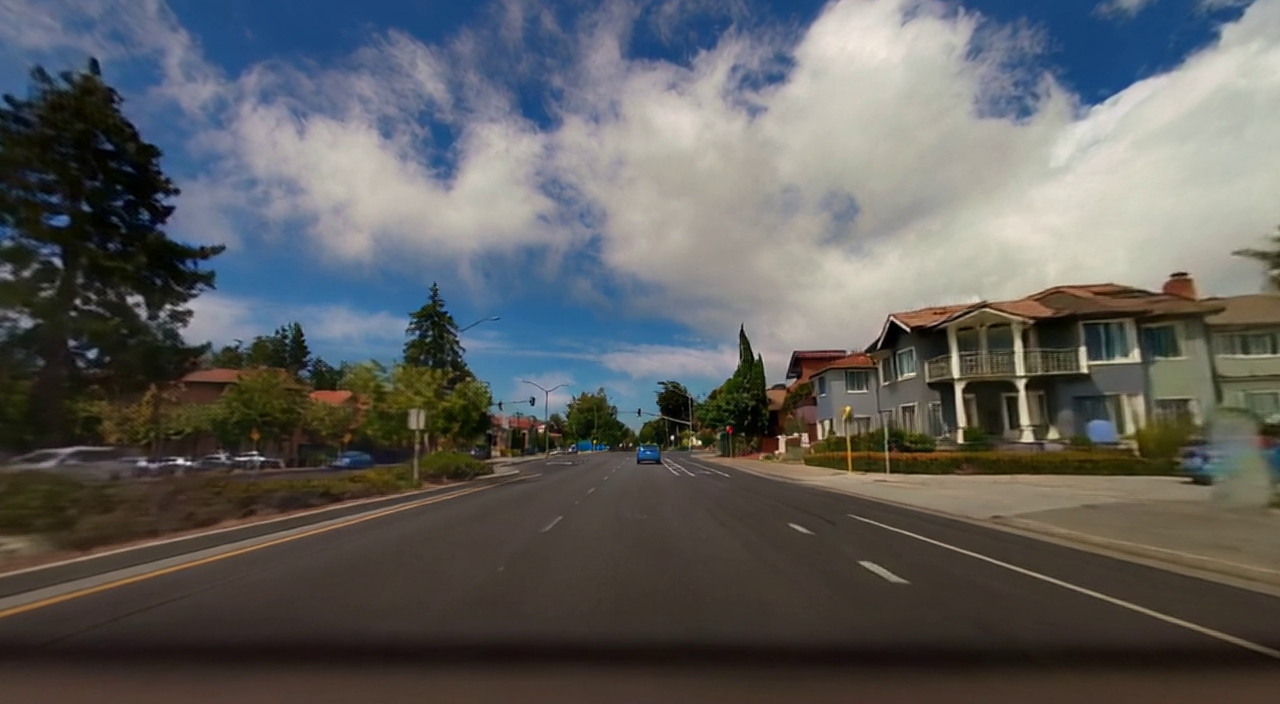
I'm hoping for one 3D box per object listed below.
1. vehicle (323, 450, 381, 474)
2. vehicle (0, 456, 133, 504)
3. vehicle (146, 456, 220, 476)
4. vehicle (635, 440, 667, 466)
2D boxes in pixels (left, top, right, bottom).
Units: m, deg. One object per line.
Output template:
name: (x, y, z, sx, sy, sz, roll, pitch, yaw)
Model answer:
vehicle: (-19.550, 7.483, 43.123, 1.950, 1.493, 4.351, 0, -9, -1)
vehicle: (-19.715, 4.194, 21.028, 1.966, 1.341, 4.442, 0, -9, 0)
vehicle: (-35.428, 8.817, 49.084, 1.779, 1.357, 4.291, -4, -9, 23)
vehicle: (0.786, 7.745, 48.597, 2.273, 1.851, 5.075, 0, -9, -1)
